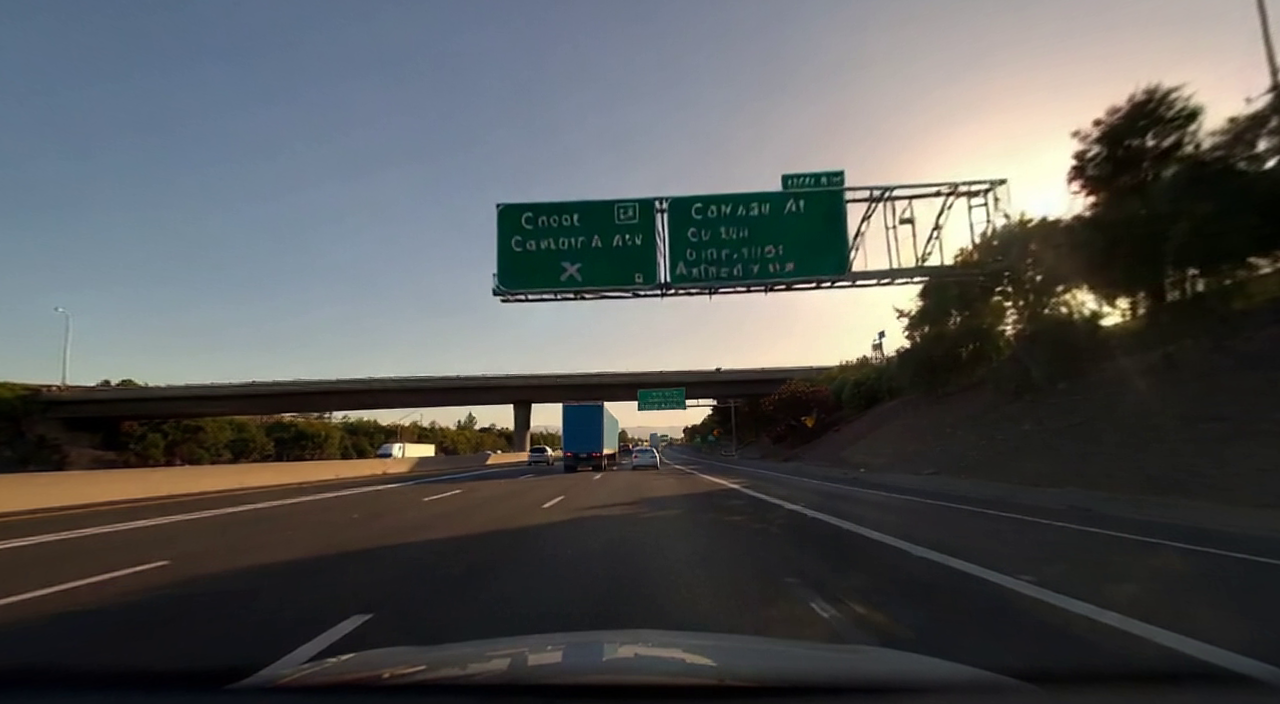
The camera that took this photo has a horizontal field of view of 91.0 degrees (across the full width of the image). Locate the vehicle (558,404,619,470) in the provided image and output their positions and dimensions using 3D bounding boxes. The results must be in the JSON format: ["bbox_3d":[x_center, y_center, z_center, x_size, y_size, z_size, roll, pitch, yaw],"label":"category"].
[{"bbox_3d":[-3.301,6.025,43.868,3.053,3.948,11.288,-1,-9,1],"label":"vehicle"}]

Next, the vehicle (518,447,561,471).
[{"bbox_3d":[-6.764,7.265,42.945,1.996,1.495,4.671,-1,-9,2],"label":"vehicle"}]

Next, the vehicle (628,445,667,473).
[{"bbox_3d":[0.402,5.984,35.403,2.066,1.469,4.050,0,-9,0],"label":"vehicle"}]

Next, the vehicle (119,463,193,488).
[{"bbox_3d":[-34.983,8.935,45.668,1.835,1.566,4.344,0,-9,1],"label":"vehicle"}]
